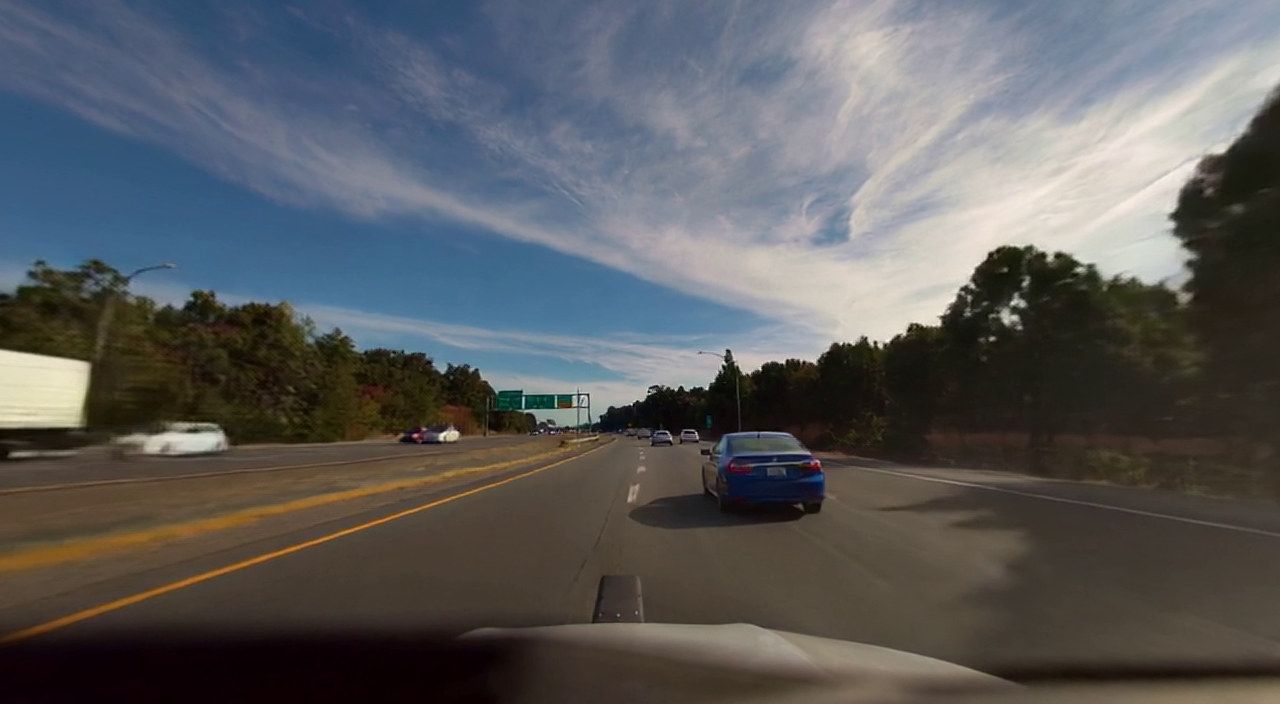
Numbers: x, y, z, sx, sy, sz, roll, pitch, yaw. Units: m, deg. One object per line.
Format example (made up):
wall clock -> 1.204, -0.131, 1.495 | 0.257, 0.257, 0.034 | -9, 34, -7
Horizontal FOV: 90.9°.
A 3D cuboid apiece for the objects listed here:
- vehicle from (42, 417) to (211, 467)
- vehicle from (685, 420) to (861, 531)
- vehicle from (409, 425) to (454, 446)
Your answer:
vehicle -> -16.449, 2.912, 20.520 | 1.875, 1.454, 4.252 | 0, -8, 1
vehicle -> 1.900, 1.905, 10.437 | 1.977, 1.443, 4.225 | 0, -8, 0
vehicle -> -16.213, 6.518, 49.199 | 2.012, 1.579, 4.363 | 0, -8, 0
